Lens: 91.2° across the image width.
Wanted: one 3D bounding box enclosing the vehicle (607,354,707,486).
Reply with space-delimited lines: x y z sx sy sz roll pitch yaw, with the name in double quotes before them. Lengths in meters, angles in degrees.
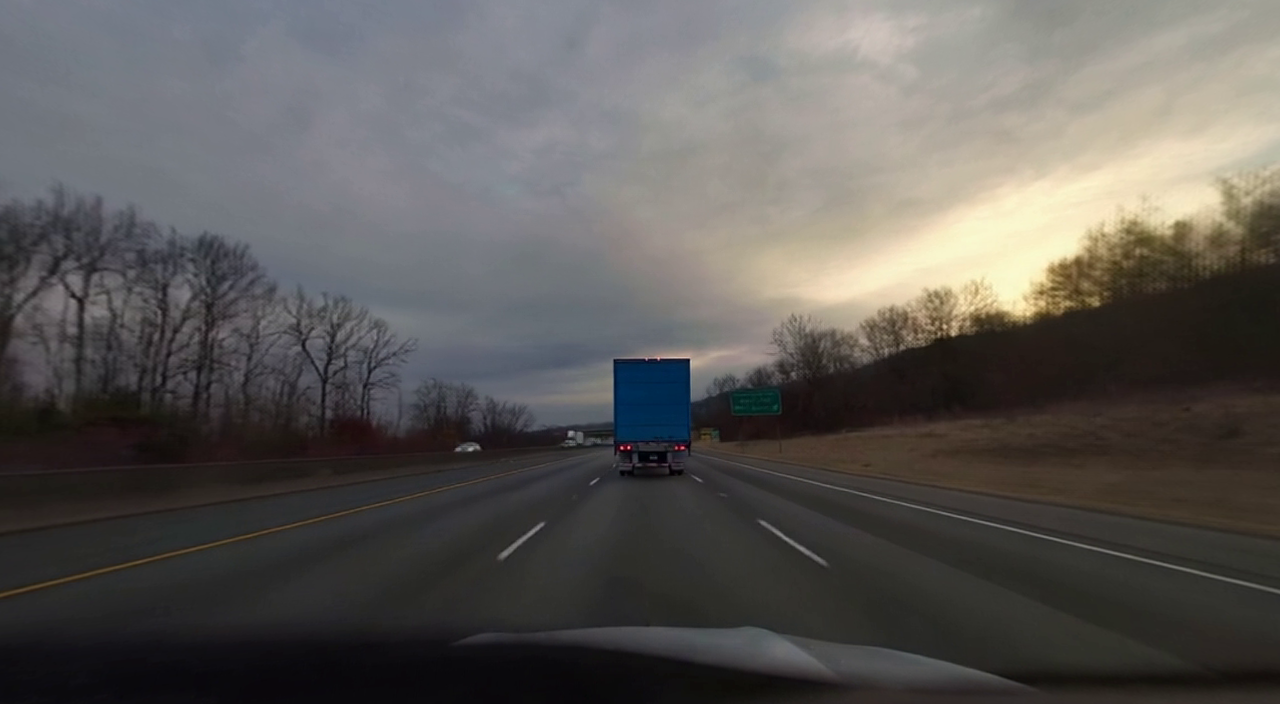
"vehicle" 0.514 2.831 24.461 3.010 4.039 10.481 0 -8 0
